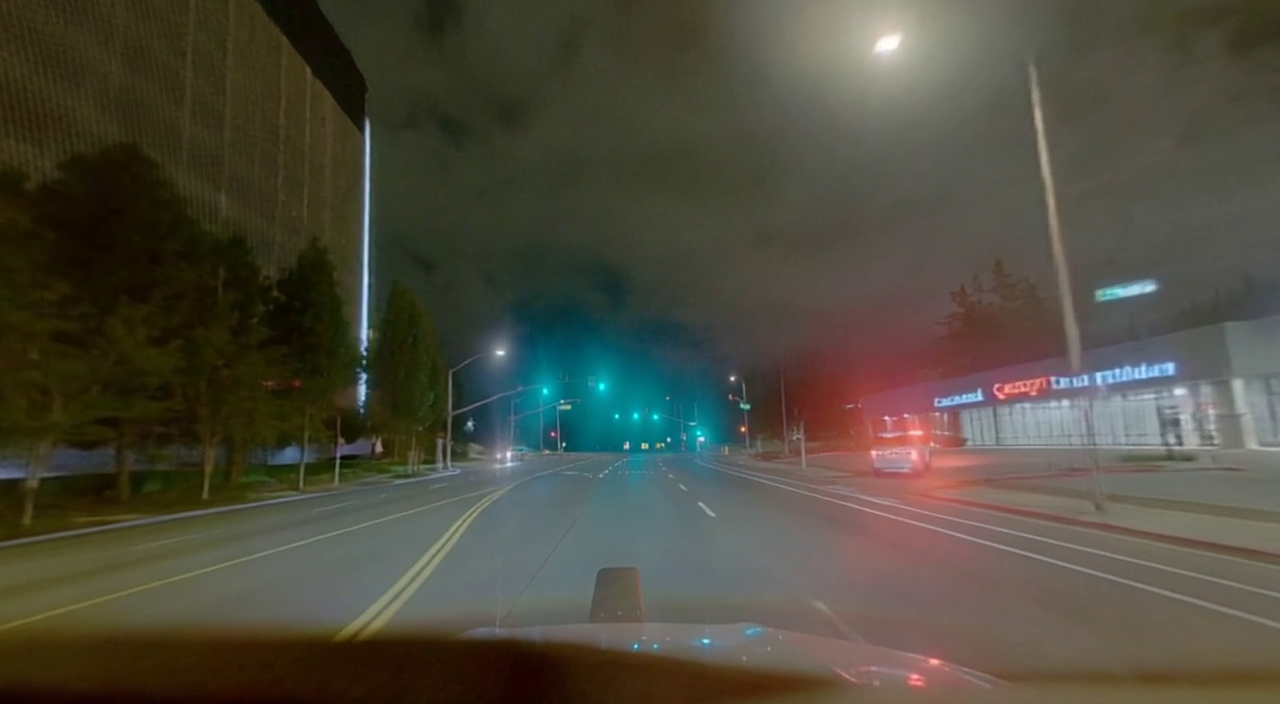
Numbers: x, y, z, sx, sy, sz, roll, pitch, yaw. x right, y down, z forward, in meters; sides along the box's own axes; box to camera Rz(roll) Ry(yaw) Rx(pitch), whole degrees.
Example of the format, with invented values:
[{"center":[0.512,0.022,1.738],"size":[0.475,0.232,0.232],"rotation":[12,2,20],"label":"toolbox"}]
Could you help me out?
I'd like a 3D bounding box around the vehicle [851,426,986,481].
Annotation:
[{"center":[10.222,3.697,23.043],"size":[4.635,1.821,2.087],"rotation":[5,-10,-30],"label":"vehicle"}]
